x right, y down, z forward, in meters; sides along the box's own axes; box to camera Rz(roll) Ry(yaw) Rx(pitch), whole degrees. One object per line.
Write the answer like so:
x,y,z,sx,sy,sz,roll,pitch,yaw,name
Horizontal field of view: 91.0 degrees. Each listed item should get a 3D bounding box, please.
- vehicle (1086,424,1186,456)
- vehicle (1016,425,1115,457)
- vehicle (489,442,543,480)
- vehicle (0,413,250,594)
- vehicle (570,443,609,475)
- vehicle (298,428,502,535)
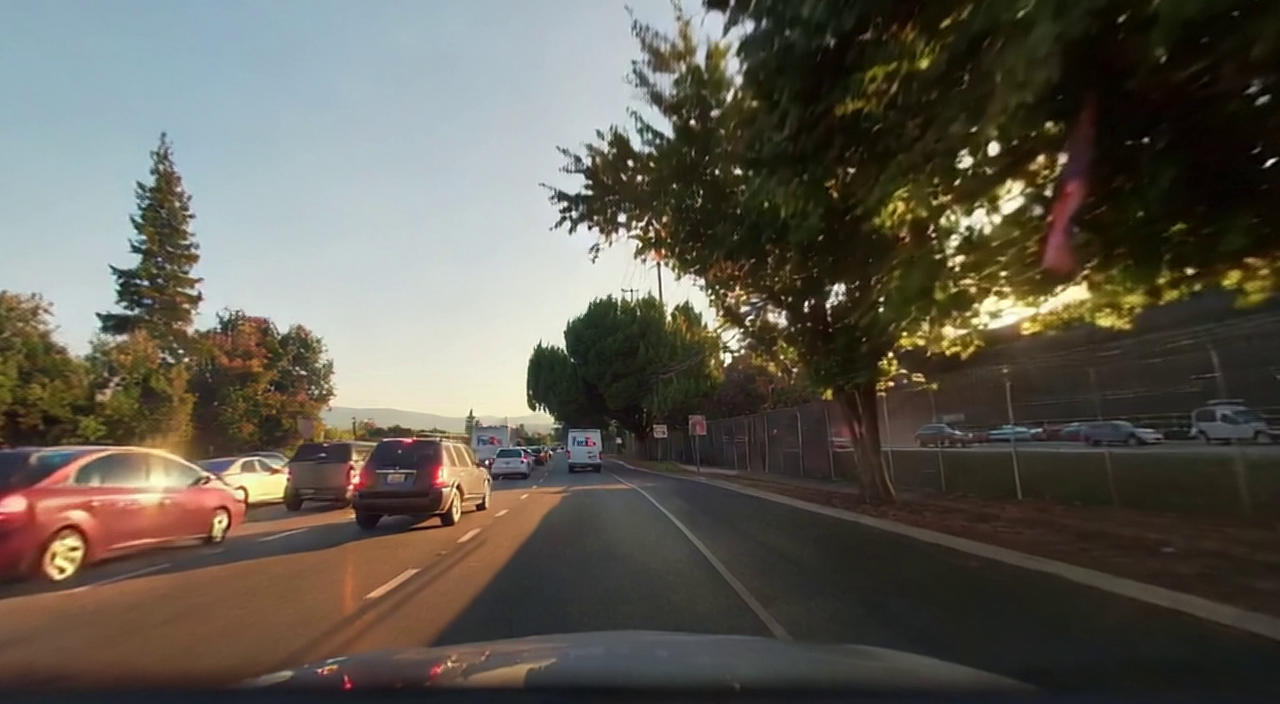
36.779,6.551,46.761,5.472,2.276,2.302,1,-8,-2,vehicle
29.636,6.226,43.891,5.535,2.130,2.145,1,-9,-7,vehicle
-5.952,5.271,30.724,2.057,1.673,4.934,1,-8,-5,vehicle
-7.324,1.750,7.974,2.065,1.739,4.367,0,-8,-2,vehicle
-2.876,5.993,35.581,2.055,1.671,4.147,1,-8,-6,vehicle
-4.359,2.423,12.500,2.388,1.692,4.684,0,-8,-3,vehicle
